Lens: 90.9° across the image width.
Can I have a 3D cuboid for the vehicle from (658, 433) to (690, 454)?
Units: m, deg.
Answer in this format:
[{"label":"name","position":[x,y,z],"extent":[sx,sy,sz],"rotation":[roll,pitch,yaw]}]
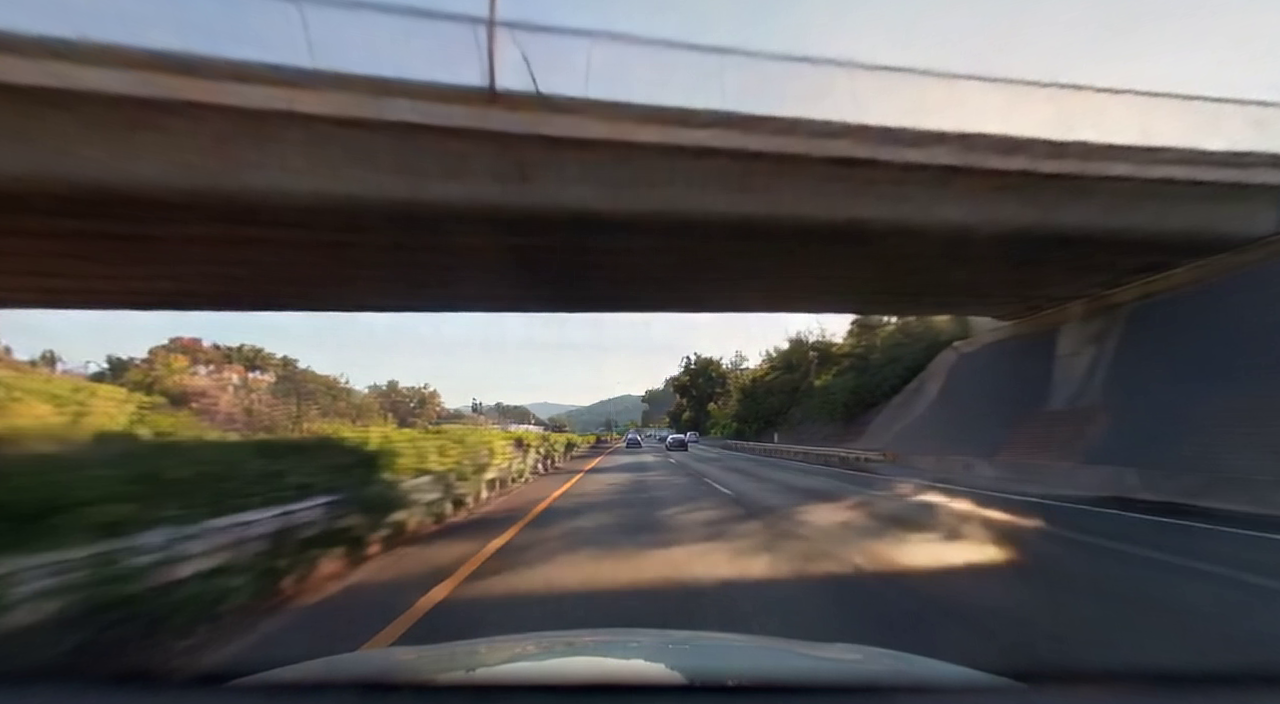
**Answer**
[{"label":"vehicle","position":[2.428,6.679,46.171],"extent":[1.981,1.490,3.449],"rotation":[0,-8,-3]}]
